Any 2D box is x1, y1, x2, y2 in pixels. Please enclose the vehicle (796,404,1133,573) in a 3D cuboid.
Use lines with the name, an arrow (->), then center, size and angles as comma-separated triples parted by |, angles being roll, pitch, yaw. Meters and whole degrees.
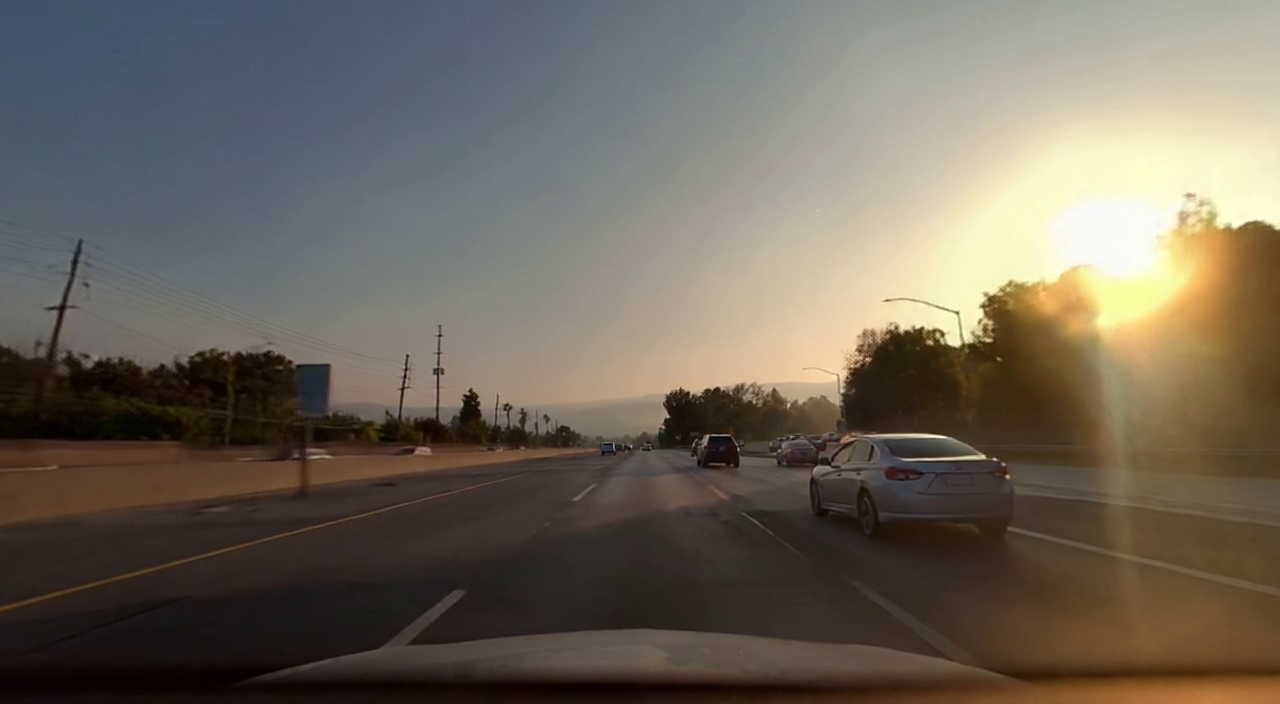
vehicle -> 3.773, 1.677, 8.538 | 2.146, 1.639, 4.475 | 0, -8, 0

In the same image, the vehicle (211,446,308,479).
vehicle -> -18.885, 5.488, 31.574 | 2.004, 1.492, 4.506 | -1, -8, 1

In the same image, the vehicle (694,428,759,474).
vehicle -> 4.104, 4.826, 30.963 | 2.442, 2.022, 5.466 | 0, -8, 0

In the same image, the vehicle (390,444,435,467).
vehicle -> -16.209, 7.376, 45.062 | 1.966, 1.509, 3.808 | 0, -9, -3

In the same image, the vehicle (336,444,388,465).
vehicle -> -21.375, 7.897, 48.703 | 1.978, 1.594, 4.424 | 0, -9, 0
